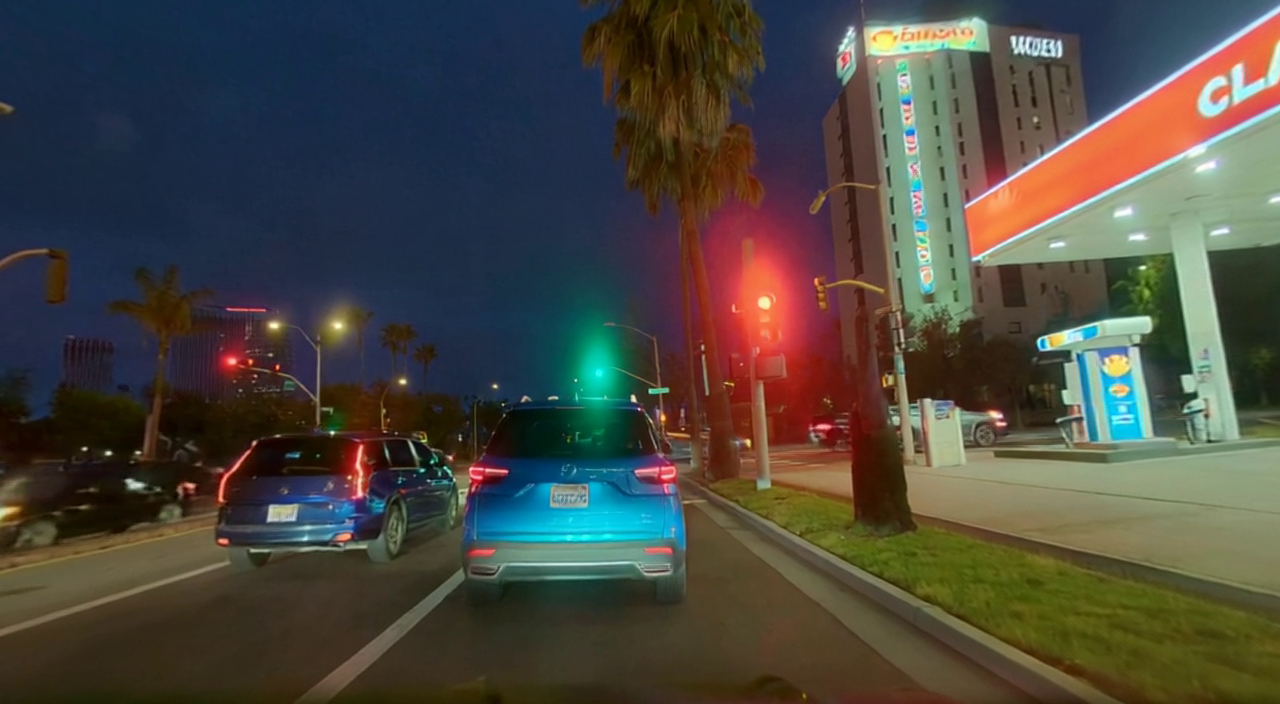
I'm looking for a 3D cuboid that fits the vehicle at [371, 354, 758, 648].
[{"bbox_3d":[-0.592,1.317,6.646,2.519,1.913,4.819,0,-8,-3],"label":"vehicle"}]

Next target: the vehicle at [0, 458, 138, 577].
[{"bbox_3d":[-11.528,2.846,11.522,2.331,1.708,4.660,3,-9,-21],"label":"vehicle"}]

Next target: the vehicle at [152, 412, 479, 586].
[{"bbox_3d":[-3.842,1.821,8.825,2.097,1.692,5.030,0,-8,-3],"label":"vehicle"}]

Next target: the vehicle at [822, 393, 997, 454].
[{"bbox_3d":[9.588,2.618,22.819,5.307,2.076,2.122,0,-8,-4],"label":"vehicle"}]

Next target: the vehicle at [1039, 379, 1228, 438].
[{"bbox_3d":[17.912,2.101,23.140,5.033,1.999,2.259,0,-8,-3],"label":"vehicle"}]
